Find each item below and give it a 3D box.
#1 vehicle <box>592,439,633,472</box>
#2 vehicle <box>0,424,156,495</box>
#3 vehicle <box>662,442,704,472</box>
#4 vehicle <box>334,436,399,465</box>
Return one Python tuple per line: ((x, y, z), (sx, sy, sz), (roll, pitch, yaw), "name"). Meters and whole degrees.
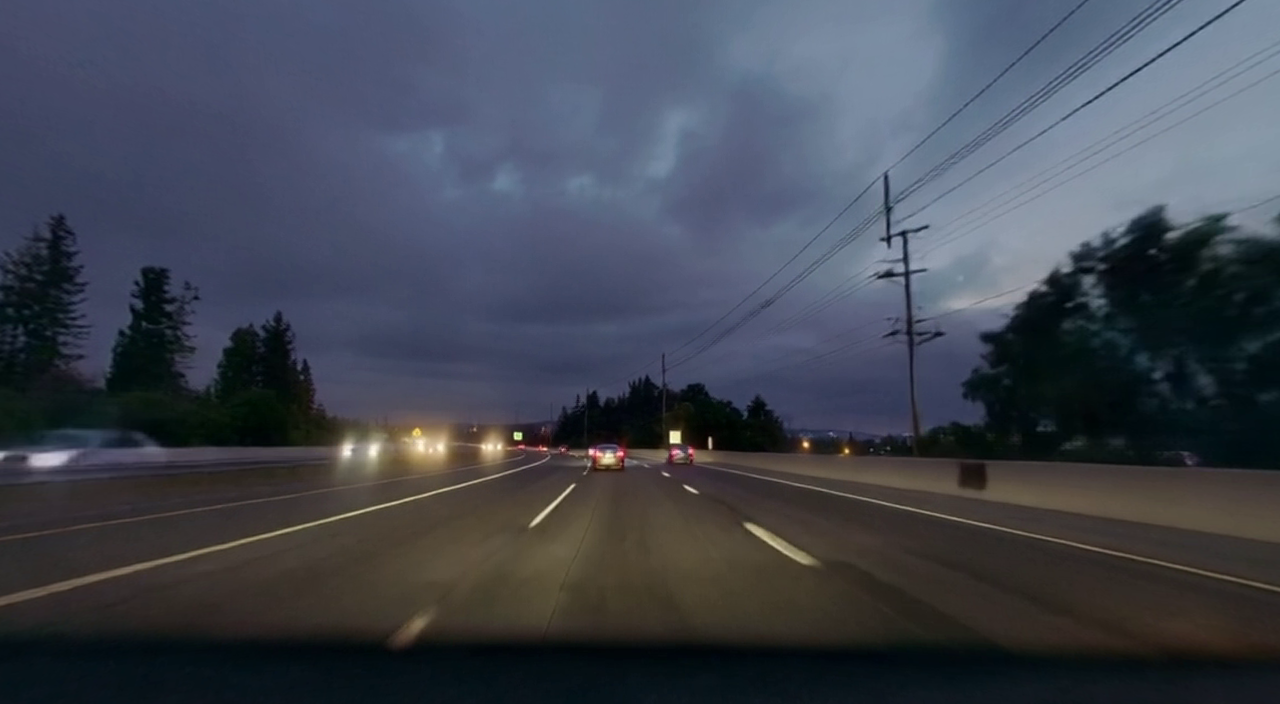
((-1.579, 5.746, 35.240), (2.188, 1.714, 3.921), (1, -8, -4), "vehicle")
((-14.570, 2.573, 15.375), (1.890, 1.507, 4.764), (0, -8, -2), "vehicle")
((2.306, 5.745, 34.726), (1.789, 1.503, 3.897), (1, -8, -4), "vehicle")
((-15.511, 5.624, 36.073), (1.915, 1.521, 4.350), (1, -9, -3), "vehicle")
